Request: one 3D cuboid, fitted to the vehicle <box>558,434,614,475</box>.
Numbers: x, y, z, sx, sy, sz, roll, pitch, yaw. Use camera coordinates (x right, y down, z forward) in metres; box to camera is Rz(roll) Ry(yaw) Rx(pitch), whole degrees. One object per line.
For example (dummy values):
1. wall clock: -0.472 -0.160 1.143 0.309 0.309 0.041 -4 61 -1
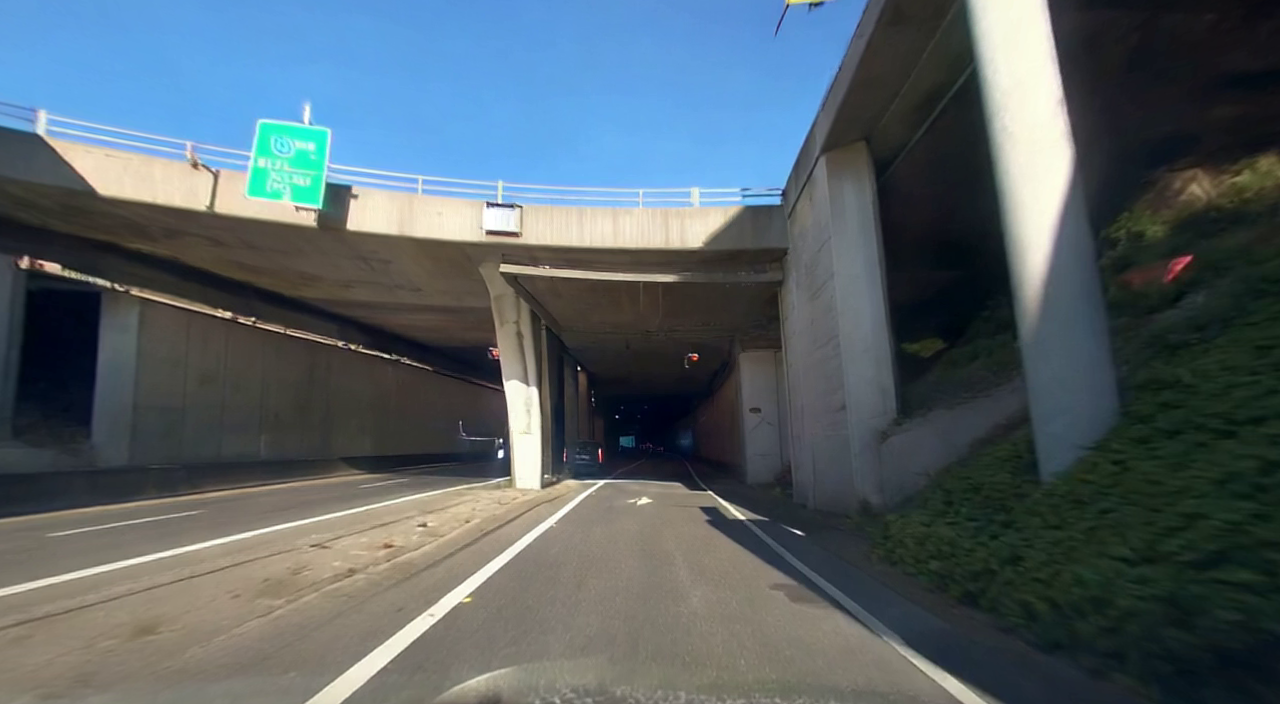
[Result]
1. vehicle: -2.369 4.650 28.763 1.961 1.725 4.315 -1 -9 3
